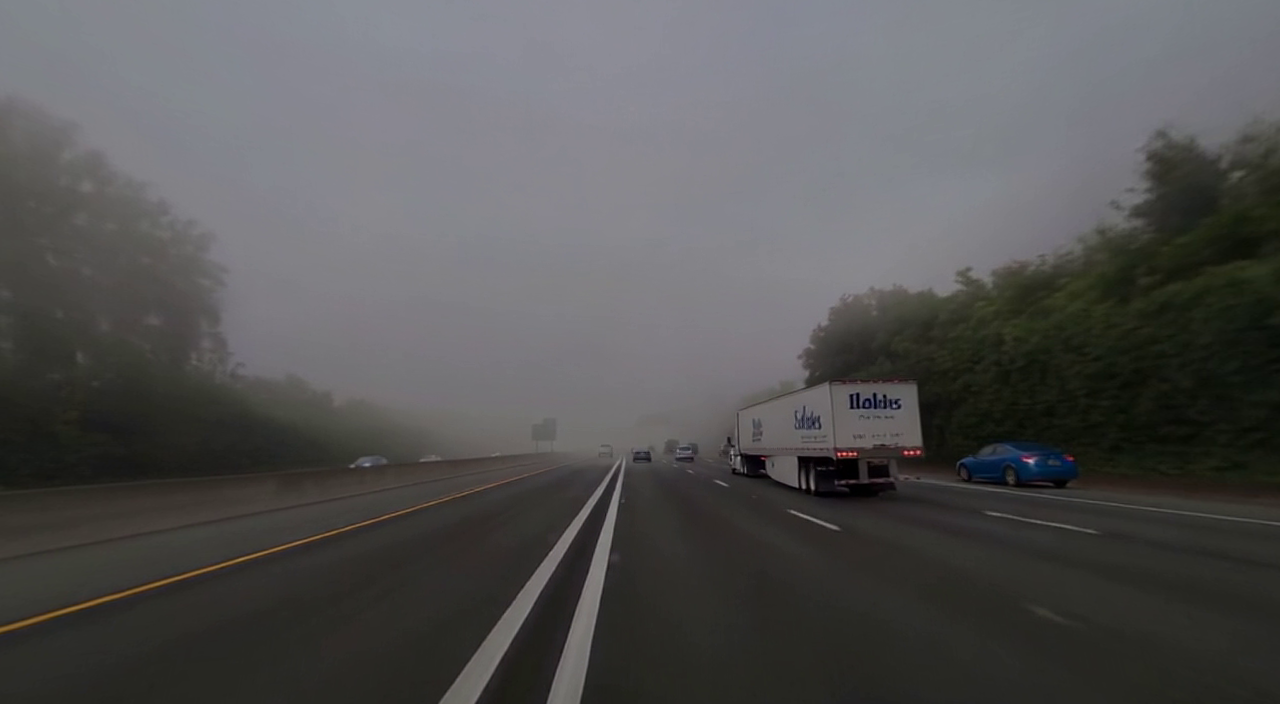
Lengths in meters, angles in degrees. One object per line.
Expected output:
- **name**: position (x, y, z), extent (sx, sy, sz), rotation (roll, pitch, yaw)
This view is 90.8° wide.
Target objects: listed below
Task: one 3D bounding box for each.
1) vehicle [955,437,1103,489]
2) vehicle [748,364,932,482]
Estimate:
- **vehicle**: position (12.373, 3.537, 20.503), extent (1.862, 1.462, 4.459), rotation (0, -9, -2)
- **vehicle**: position (8.372, 3.691, 30.303), extent (2.892, 4.128, 16.495), rotation (0, -9, -2)
